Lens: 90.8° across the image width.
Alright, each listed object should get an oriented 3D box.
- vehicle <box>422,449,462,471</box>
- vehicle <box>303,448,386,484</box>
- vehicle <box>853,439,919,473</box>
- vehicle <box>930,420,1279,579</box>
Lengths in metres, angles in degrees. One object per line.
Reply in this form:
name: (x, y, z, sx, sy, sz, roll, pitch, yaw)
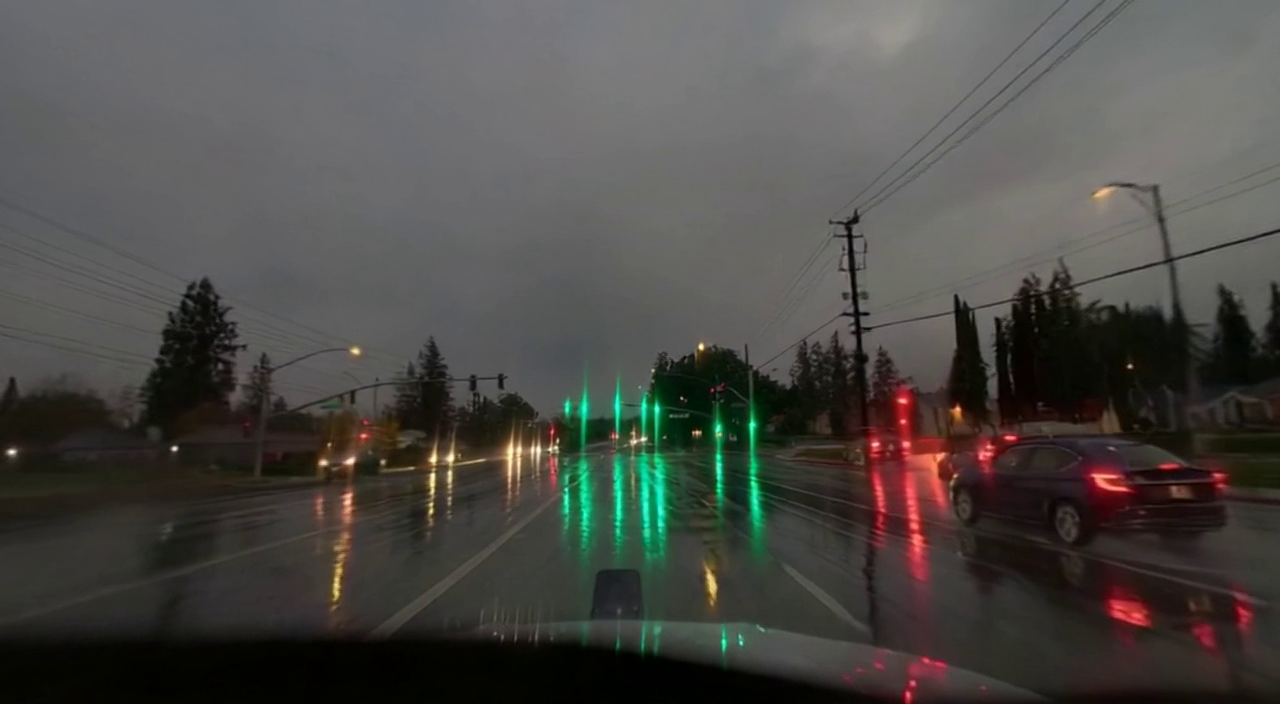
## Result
vehicle: (-15.381, 8.396, 49.318, 1.880, 1.545, 3.962, 0, -8, -1)
vehicle: (-14.556, 5.631, 31.449, 2.040, 1.614, 4.564, 0, -8, -2)
vehicle: (12.384, 5.241, 32.078, 1.979, 1.581, 4.271, -1, -9, 6)
vehicle: (6.141, 1.782, 8.541, 2.113, 1.520, 4.650, 0, -8, -2)
